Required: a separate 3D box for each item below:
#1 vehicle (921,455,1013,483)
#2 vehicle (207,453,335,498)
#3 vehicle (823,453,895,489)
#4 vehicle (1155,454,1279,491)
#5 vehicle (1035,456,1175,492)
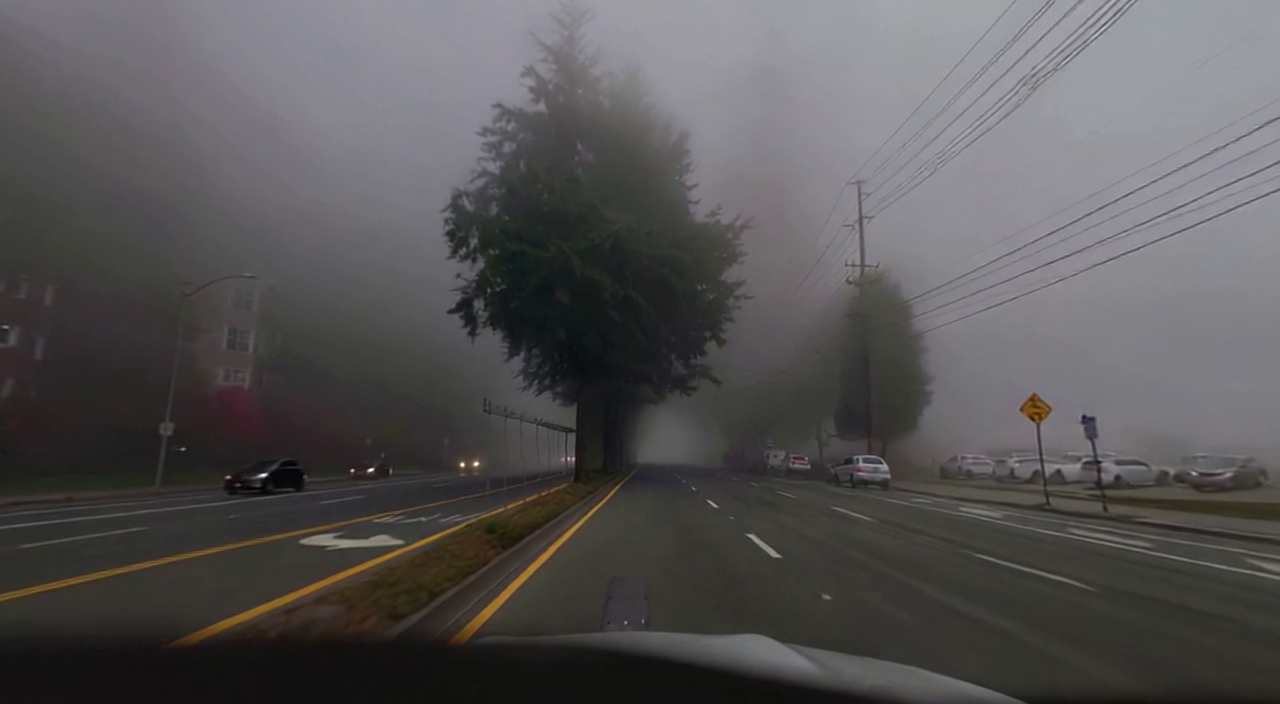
[{"bbox_3d":[19.804,7.095,38.409,4.643,1.520,1.894,-3,-9,18],"label":"vehicle"},{"bbox_3d":[-13.941,4.669,24.186,2.047,1.467,4.611,0,-8,1],"label":"vehicle"},{"bbox_3d":[12.027,6.545,34.979,2.182,1.768,4.904,0,-8,0],"label":"vehicle"},{"bbox_3d":[25.543,5.265,27.492,4.368,1.394,1.983,2,-10,1],"label":"vehicle"},{"bbox_3d":[20.552,5.391,28.005,4.664,1.504,1.816,0,-8,1],"label":"vehicle"}]
